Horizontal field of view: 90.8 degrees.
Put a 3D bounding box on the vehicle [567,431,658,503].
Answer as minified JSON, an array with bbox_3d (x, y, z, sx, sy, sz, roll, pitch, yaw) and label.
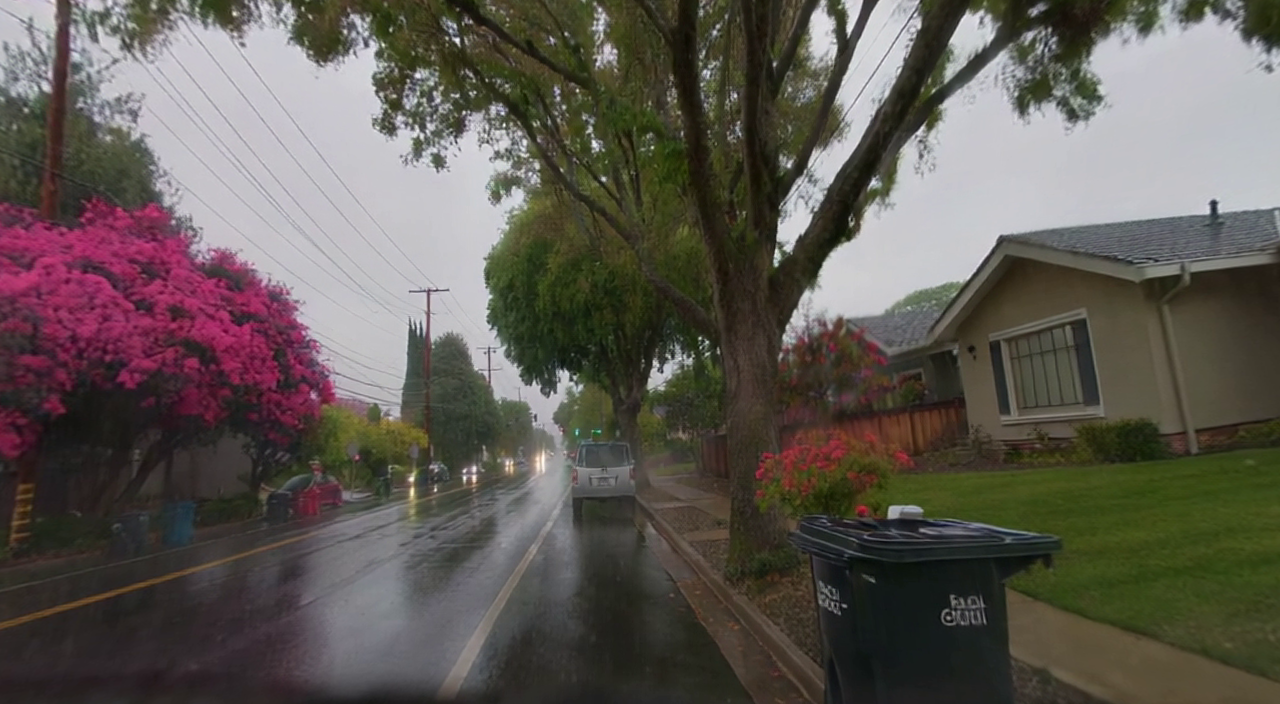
[{"bbox_3d":[-0.827,3.077,17.387,2.190,1.708,4.115,0,-8,-4],"label":"vehicle"}]

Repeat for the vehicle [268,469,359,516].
[{"bbox_3d":[-13.770,5.924,26.982,1.982,1.660,4.142,1,-8,-6],"label":"vehicle"}]
